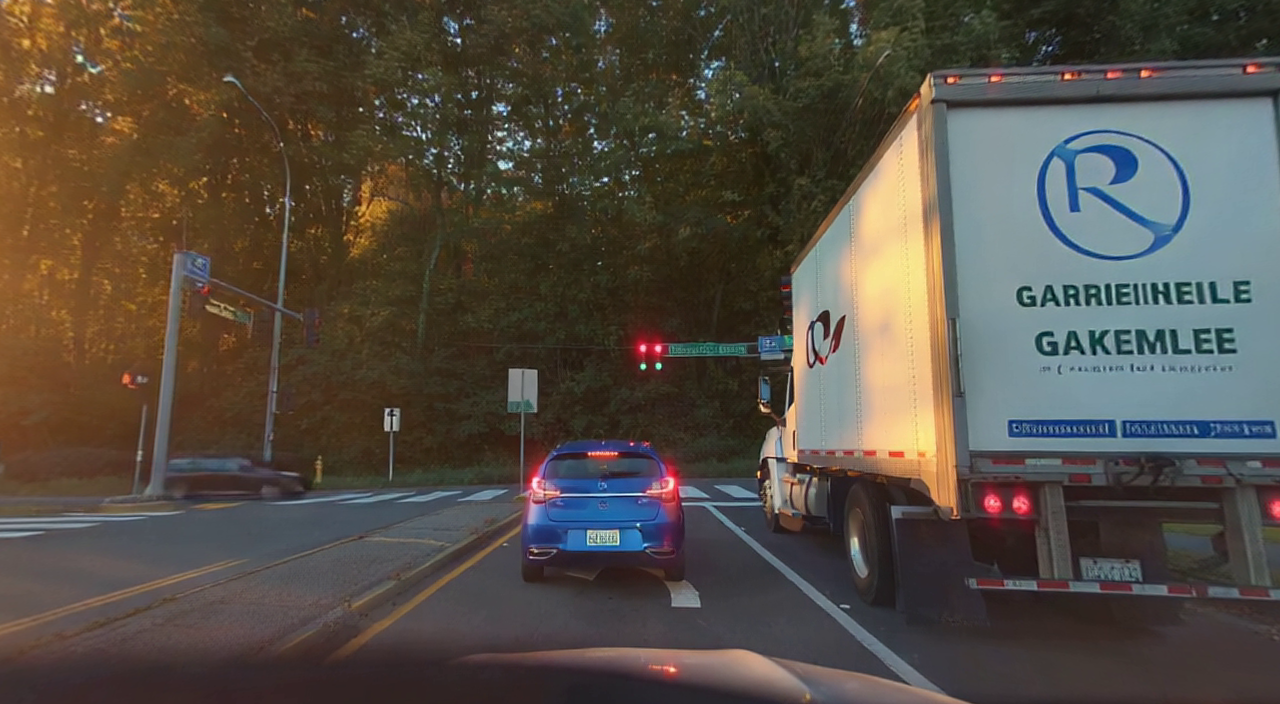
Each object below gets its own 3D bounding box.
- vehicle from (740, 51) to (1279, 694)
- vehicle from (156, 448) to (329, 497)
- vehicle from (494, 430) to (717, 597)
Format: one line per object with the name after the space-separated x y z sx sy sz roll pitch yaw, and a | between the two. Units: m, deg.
3.496 0.725 8.488 2.884 3.753 9.763 0 -9 1 | vehicle
-14.195 4.318 22.807 4.839 1.659 1.877 1 -9 -8 | vehicle
-0.343 1.710 7.431 1.975 1.457 3.526 0 -9 -1 | vehicle
